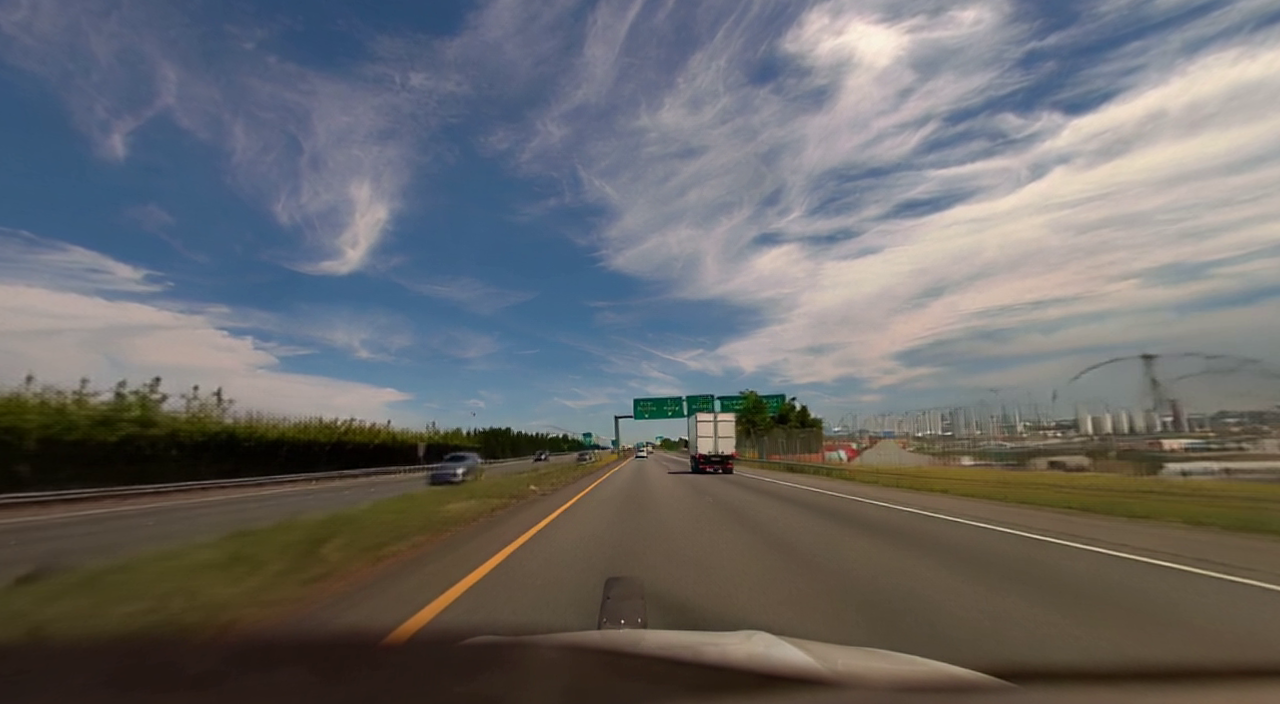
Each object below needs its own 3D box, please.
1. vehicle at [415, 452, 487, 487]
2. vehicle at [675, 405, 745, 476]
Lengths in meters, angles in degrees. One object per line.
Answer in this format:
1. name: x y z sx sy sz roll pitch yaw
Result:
1. vehicle: -8.801 5.477 29.746 1.941 1.495 4.607 0 -9 0
2. vehicle: 4.399 6.096 43.150 3.038 4.047 13.741 0 -9 -1
